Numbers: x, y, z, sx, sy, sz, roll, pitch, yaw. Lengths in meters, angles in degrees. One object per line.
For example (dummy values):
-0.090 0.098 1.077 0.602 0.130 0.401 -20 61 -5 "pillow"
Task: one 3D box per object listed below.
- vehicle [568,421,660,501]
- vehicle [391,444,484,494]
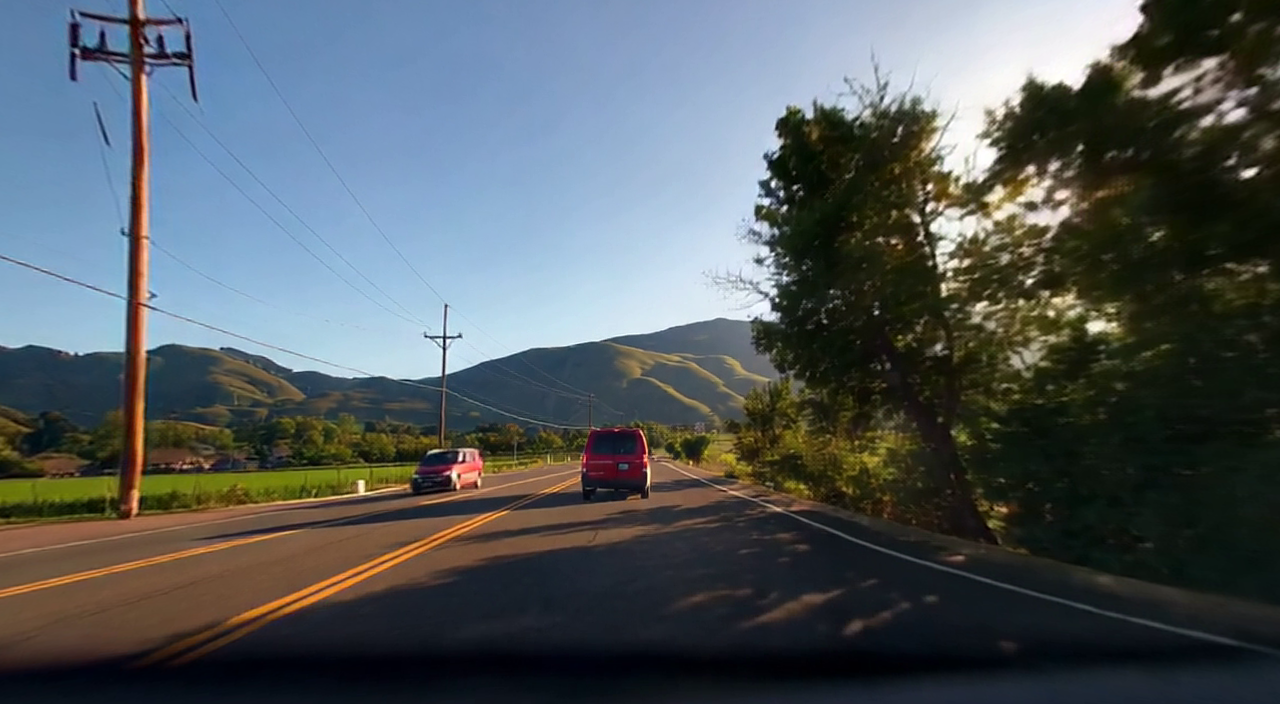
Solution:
-0.739 3.261 19.268 2.454 2.144 4.535 0 -8 -1 "vehicle"
-8.809 5.092 27.903 2.089 1.946 4.979 -1 -8 5 "vehicle"
